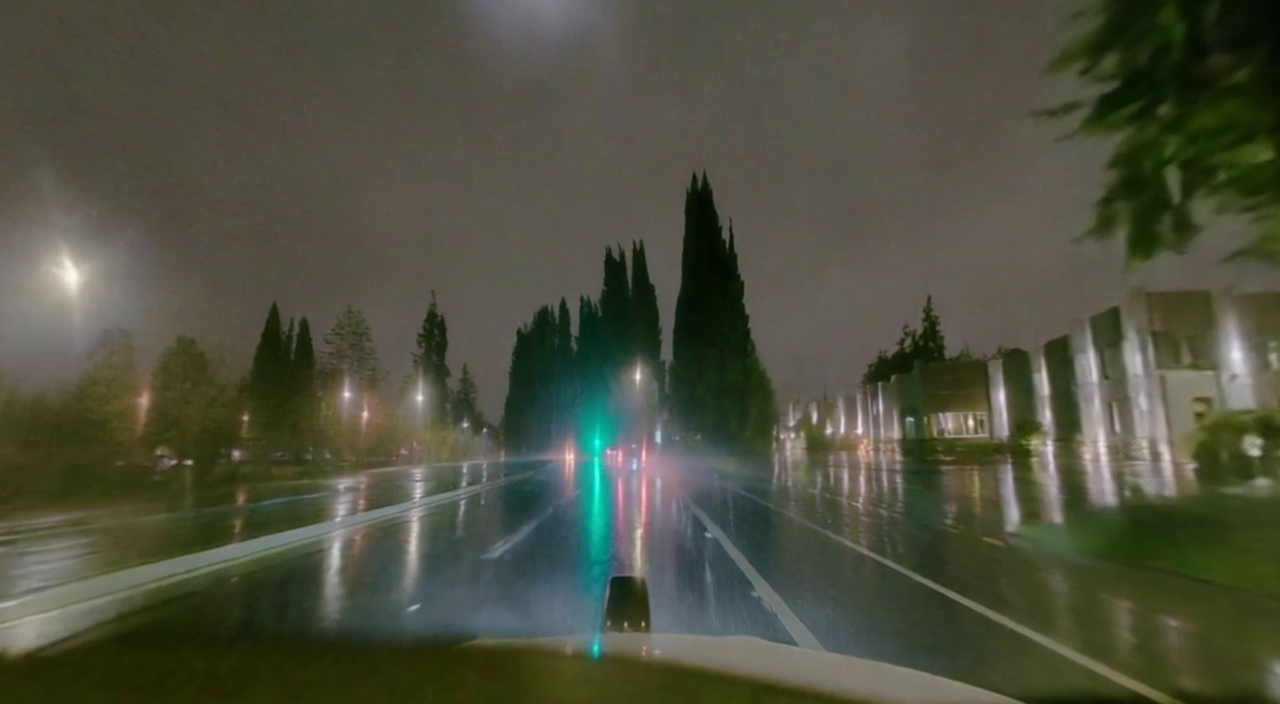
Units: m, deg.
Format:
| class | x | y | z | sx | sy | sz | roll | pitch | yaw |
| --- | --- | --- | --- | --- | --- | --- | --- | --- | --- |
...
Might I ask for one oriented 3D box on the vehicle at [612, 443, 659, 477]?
| class | x | y | z | sx | sy | sz | roll | pitch | yaw |
| --- | --- | --- | --- | --- | --- | --- | --- | --- | --- |
| vehicle | -0.228 | 4.904 | 28.945 | 2.009 | 1.456 | 4.003 | 0 | -8 | -1 |
